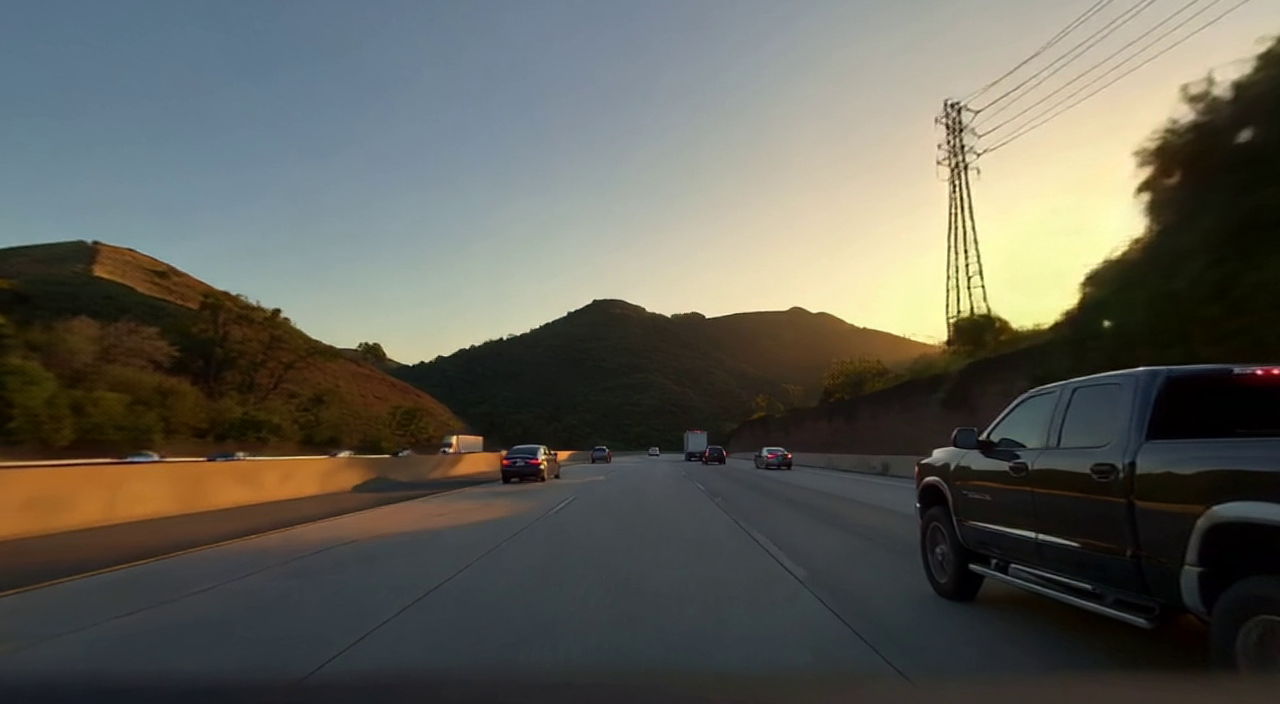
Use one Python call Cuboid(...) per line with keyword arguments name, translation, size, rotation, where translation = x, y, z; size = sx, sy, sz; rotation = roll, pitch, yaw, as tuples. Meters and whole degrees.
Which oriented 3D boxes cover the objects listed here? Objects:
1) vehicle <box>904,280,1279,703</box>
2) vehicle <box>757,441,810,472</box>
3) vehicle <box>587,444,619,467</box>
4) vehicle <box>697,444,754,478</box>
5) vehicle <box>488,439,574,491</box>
Cuboid(name="vehicle", translation=(3.476, 0.811, 3.141), size=(2.098, 1.925, 5.171), rotation=(0, -9, 1))
Cuboid(name="vehicle", translation=(8.186, 5.977, 36.388), size=(1.986, 1.633, 4.430), rotation=(0, -9, 0))
Cuboid(name="vehicle", translation=(-2.785, 7.941, 48.771), size=(2.021, 1.679, 4.310), rotation=(-1, -9, 3))
Cuboid(name="vehicle", translation=(3.923, 5.057, 29.586), size=(2.046, 1.471, 4.333), rotation=(0, -9, 0))
Cuboid(name="vehicle", translation=(-3.688, 3.924, 22.304), size=(2.113, 1.636, 4.494), rotation=(-1, -9, 2))
